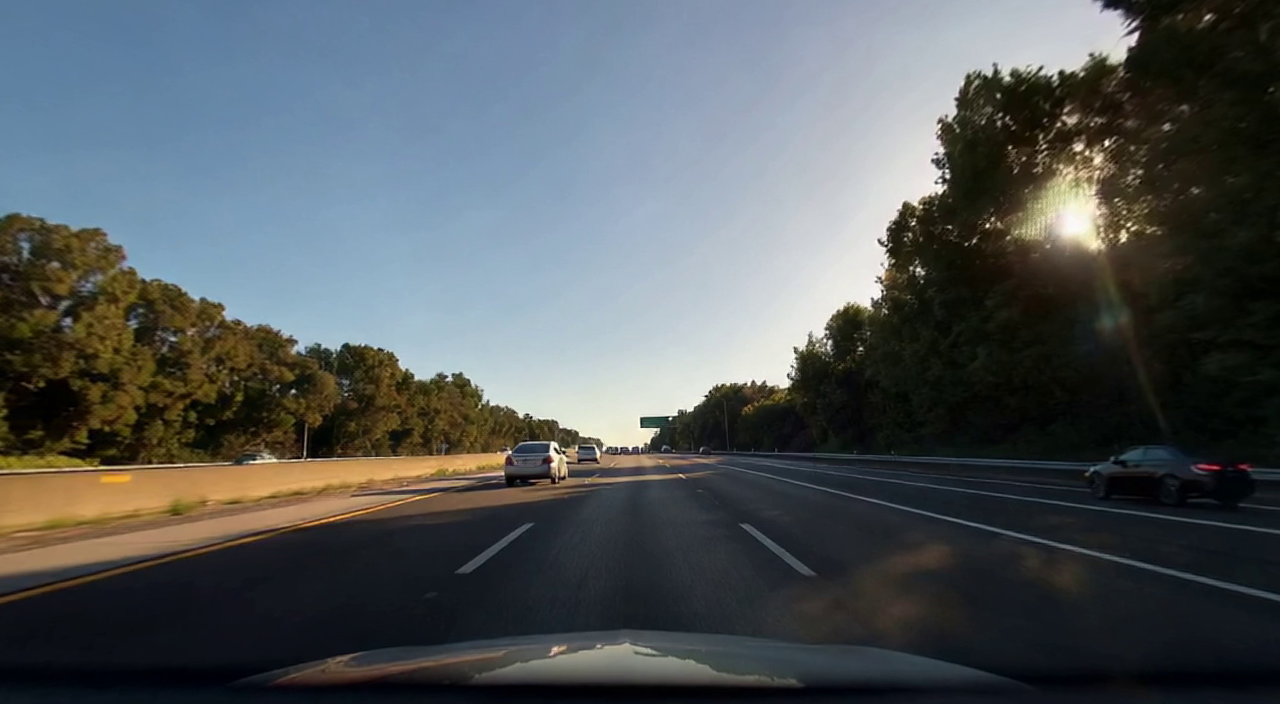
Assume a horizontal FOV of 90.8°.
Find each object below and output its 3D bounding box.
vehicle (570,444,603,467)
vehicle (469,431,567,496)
[{"bbox_3d":[-4.113,8.003,48.973,2.121,1.657,4.448,0,-9,0],"label":"vehicle"},{"bbox_3d":[-3.623,3.419,19.666,2.114,1.774,4.427,0,-9,1],"label":"vehicle"}]
